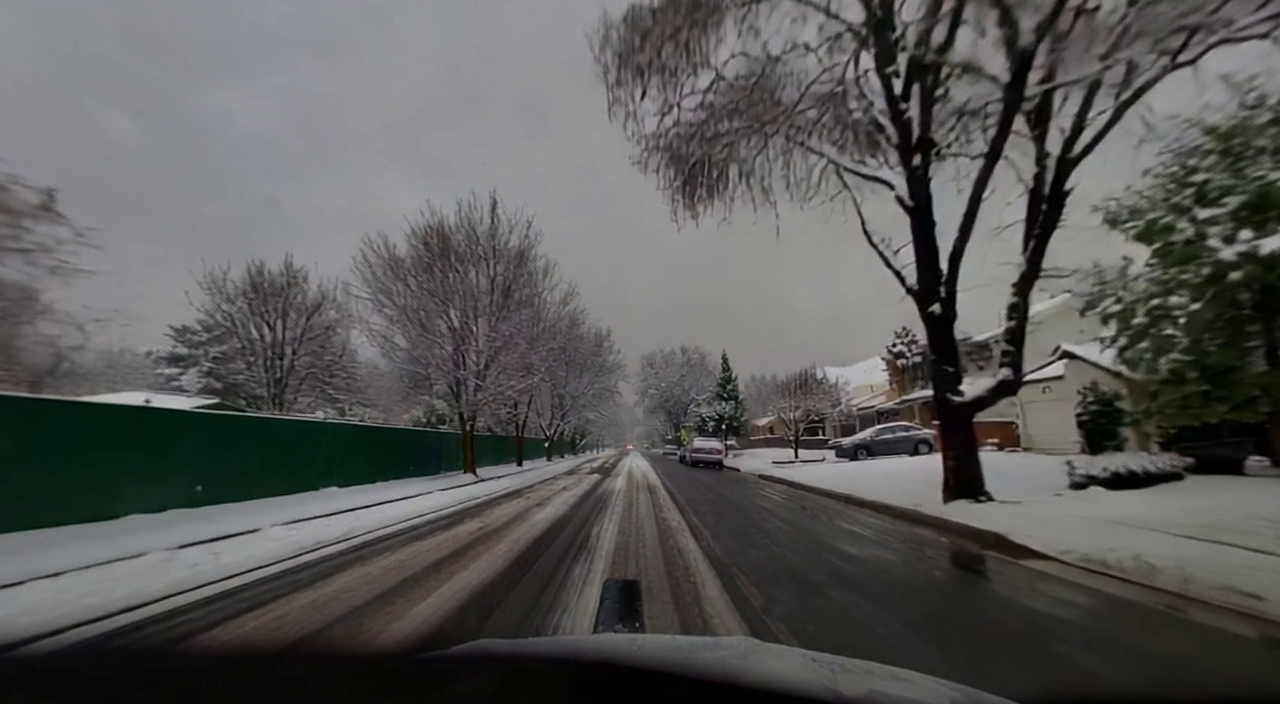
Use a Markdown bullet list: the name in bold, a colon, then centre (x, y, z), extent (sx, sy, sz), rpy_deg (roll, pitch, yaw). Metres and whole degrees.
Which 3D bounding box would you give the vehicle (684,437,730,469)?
- **vehicle**: centre (3.734, 5.772, 36.166), extent (2.122, 1.673, 4.876), rpy_deg (0, -8, 0)

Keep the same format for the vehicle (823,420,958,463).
- **vehicle**: centre (10.996, 3.967, 28.052), extent (5.046, 1.800, 2.201), rpy_deg (-1, -8, 0)
